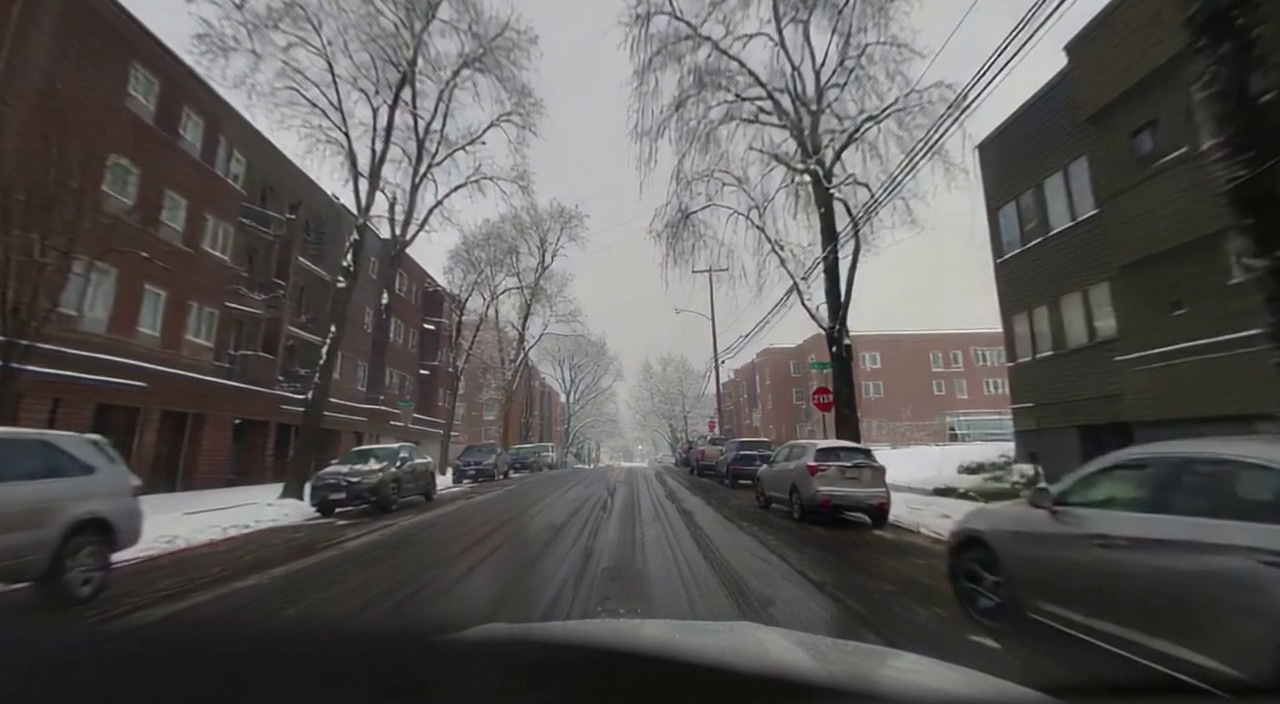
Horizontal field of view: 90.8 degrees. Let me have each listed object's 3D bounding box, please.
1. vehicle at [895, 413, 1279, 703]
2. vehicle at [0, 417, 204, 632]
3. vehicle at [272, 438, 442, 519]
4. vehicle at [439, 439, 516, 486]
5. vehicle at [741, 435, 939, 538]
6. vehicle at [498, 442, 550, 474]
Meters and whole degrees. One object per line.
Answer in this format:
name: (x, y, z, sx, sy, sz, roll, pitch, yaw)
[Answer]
vehicle: (3.500, 1.136, 3.451, 2.041, 1.488, 5.026, 0, -8, -1)
vehicle: (-6.241, 1.423, 5.244, 2.023, 1.740, 4.567, 0, -8, -1)
vehicle: (-6.477, 2.911, 15.140, 2.100, 1.640, 4.341, 0, -8, -1)
vehicle: (-6.458, 4.397, 25.576, 1.947, 1.707, 4.352, 0, -8, 0)
vehicle: (3.361, 2.351, 11.885, 1.948, 1.502, 5.013, 0, -8, -2)
vehicle: (-6.445, 5.921, 35.557, 2.069, 1.647, 4.359, -1, -8, 0)
